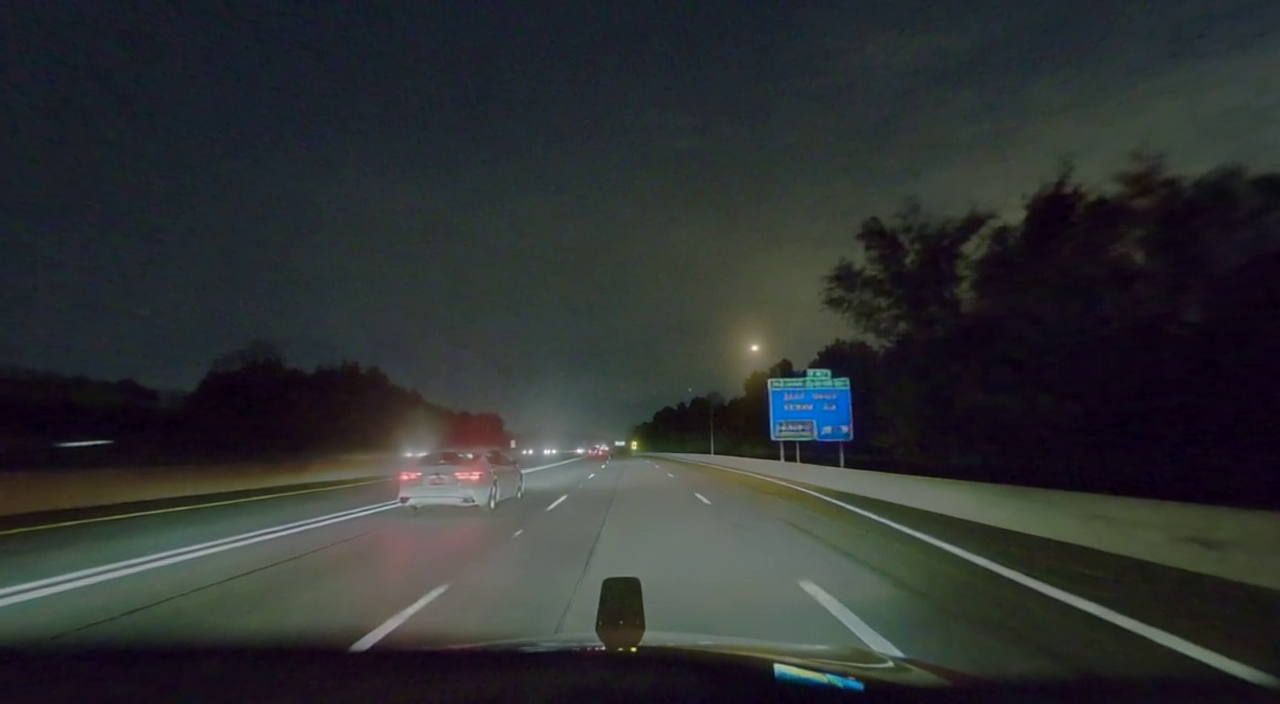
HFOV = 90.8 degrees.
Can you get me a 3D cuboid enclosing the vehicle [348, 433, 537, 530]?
[{"bbox_3d":[-3.652,2.514,12.892,2.184,1.574,5.004,0,-9,1],"label":"vehicle"}]
